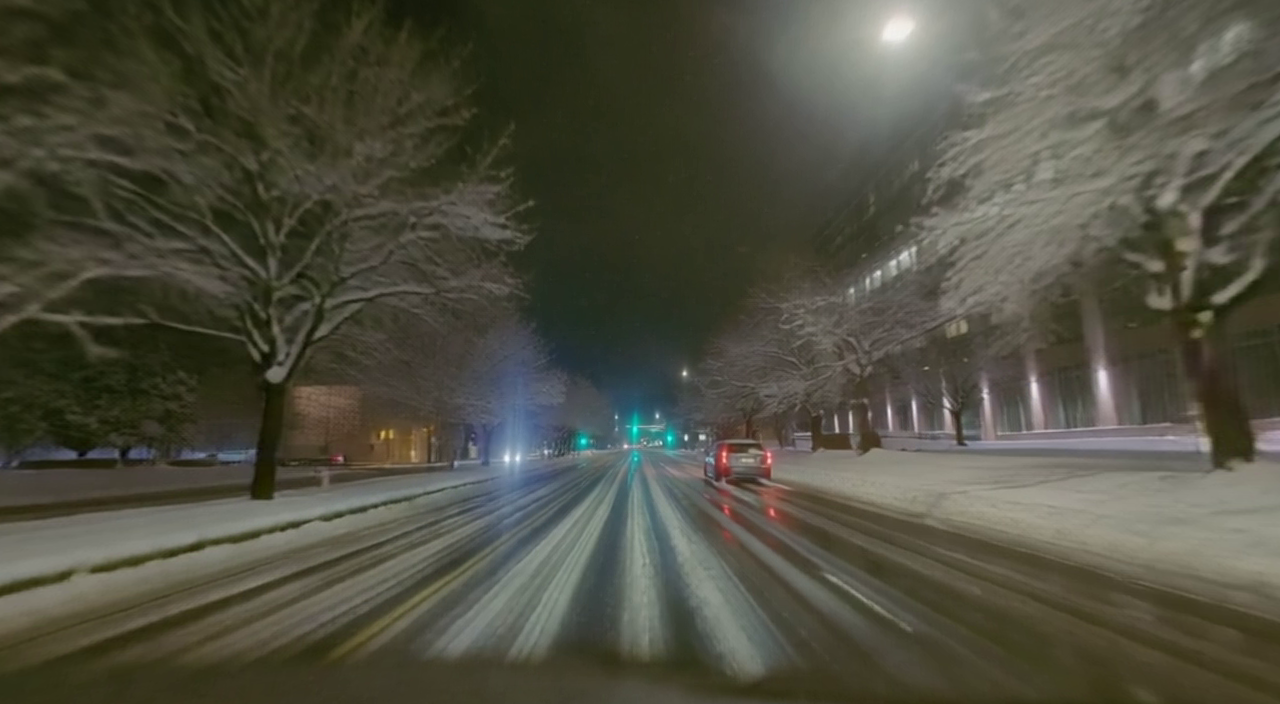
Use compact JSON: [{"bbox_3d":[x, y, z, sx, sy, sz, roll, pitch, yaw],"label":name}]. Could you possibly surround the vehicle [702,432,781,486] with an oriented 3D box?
[{"bbox_3d":[3.529,3.820,22.851,2.083,1.743,4.354,0,-8,-1],"label":"vehicle"}]
